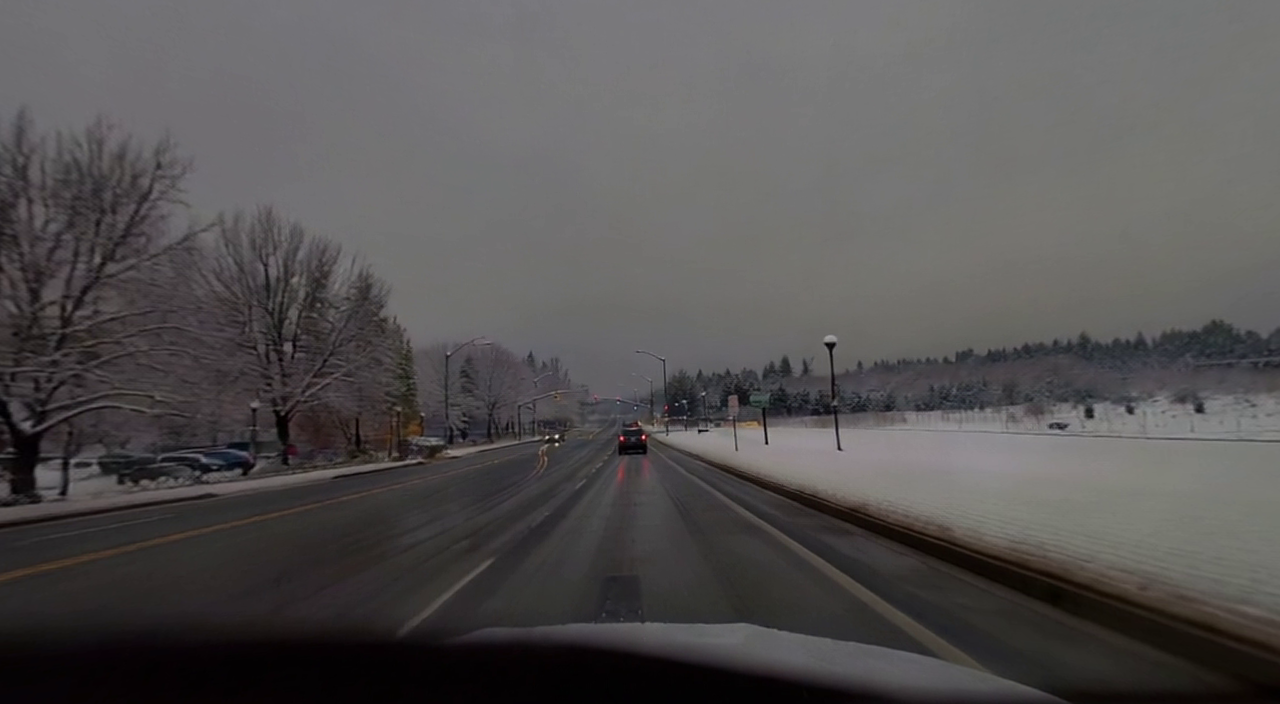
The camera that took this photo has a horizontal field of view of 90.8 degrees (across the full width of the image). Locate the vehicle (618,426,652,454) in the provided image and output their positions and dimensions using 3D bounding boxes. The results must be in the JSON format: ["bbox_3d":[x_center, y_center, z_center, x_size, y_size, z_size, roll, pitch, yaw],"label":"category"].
[{"bbox_3d":[-0.374,6.097,43.689,2.228,1.790,4.180,0,-8,-1],"label":"vehicle"}]

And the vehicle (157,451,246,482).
[{"bbox_3d":[-29.819,7.776,43.029,4.497,1.590,2.029,4,-6,1],"label":"vehicle"}]

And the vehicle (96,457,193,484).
[{"bbox_3d":[-29.721,7.105,38.014,3.921,1.526,2.156,1,-8,-6],"label":"vehicle"}]
